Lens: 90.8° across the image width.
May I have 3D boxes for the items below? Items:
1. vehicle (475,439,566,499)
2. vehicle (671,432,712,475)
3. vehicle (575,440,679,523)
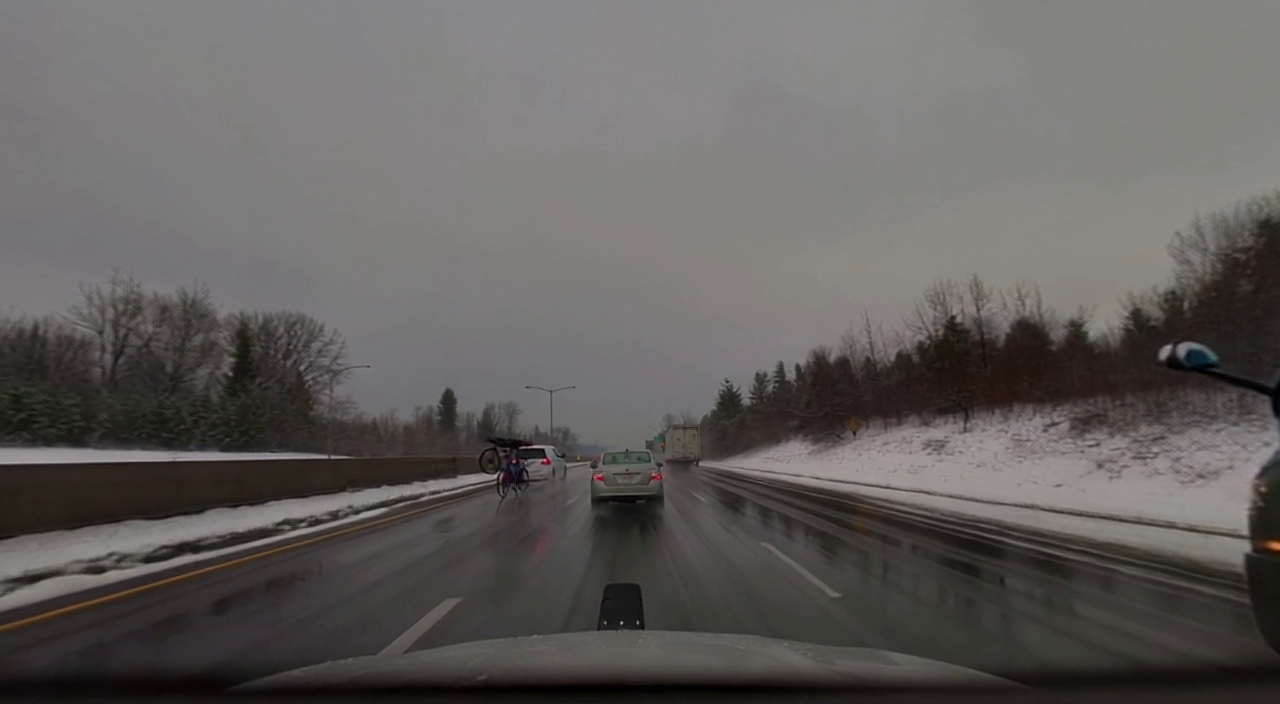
[{"bbox_3d":[-3.702,3.716,20.382,1.985,1.671,4.604,0,-9,1],"label":"vehicle"},{"bbox_3d":[3.445,6.934,43.195,2.234,2.679,5.372,0,-9,-1],"label":"vehicle"},{"bbox_3d":[-0.234,2.757,13.851,1.973,1.574,3.426,0,-9,0],"label":"vehicle"}]
